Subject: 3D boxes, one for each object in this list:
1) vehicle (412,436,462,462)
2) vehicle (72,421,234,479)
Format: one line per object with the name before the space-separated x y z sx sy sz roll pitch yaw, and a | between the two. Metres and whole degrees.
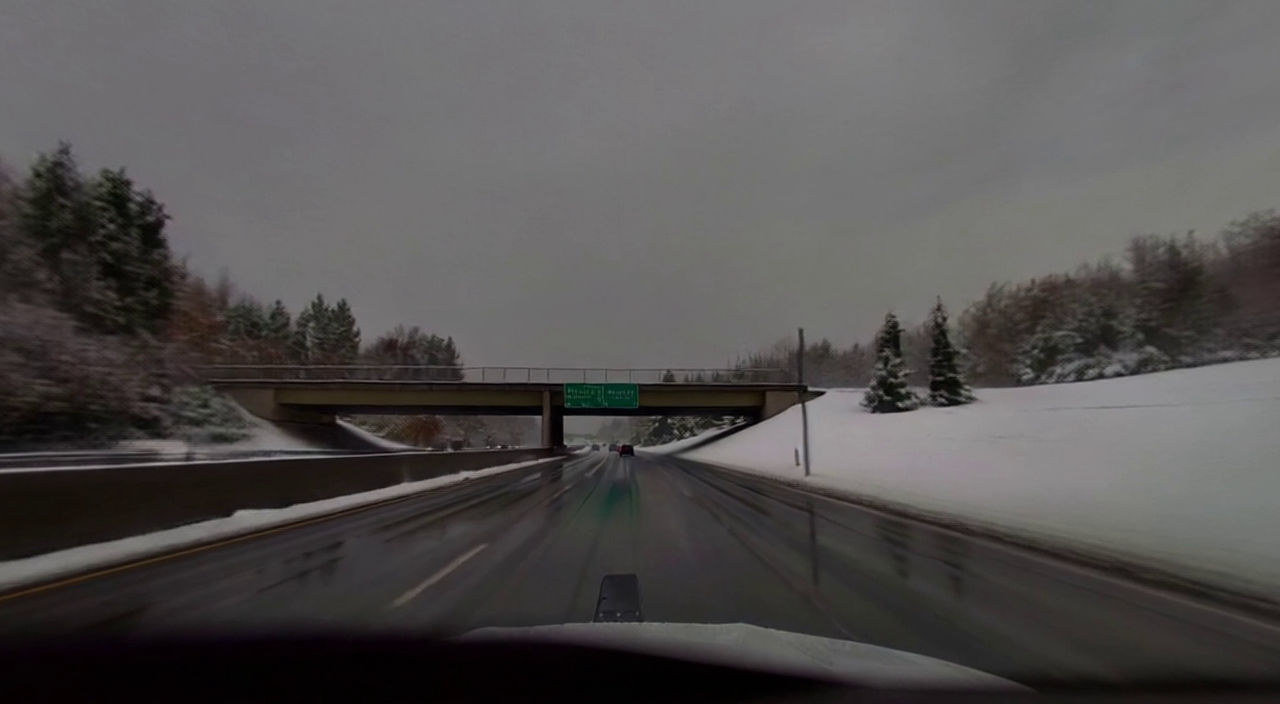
vehicle | -13.836 6.651 42.944 2.017 1.626 4.284 0 -9 -1
vehicle | -17.264 3.524 22.629 1.955 1.814 4.823 0 -9 -1
